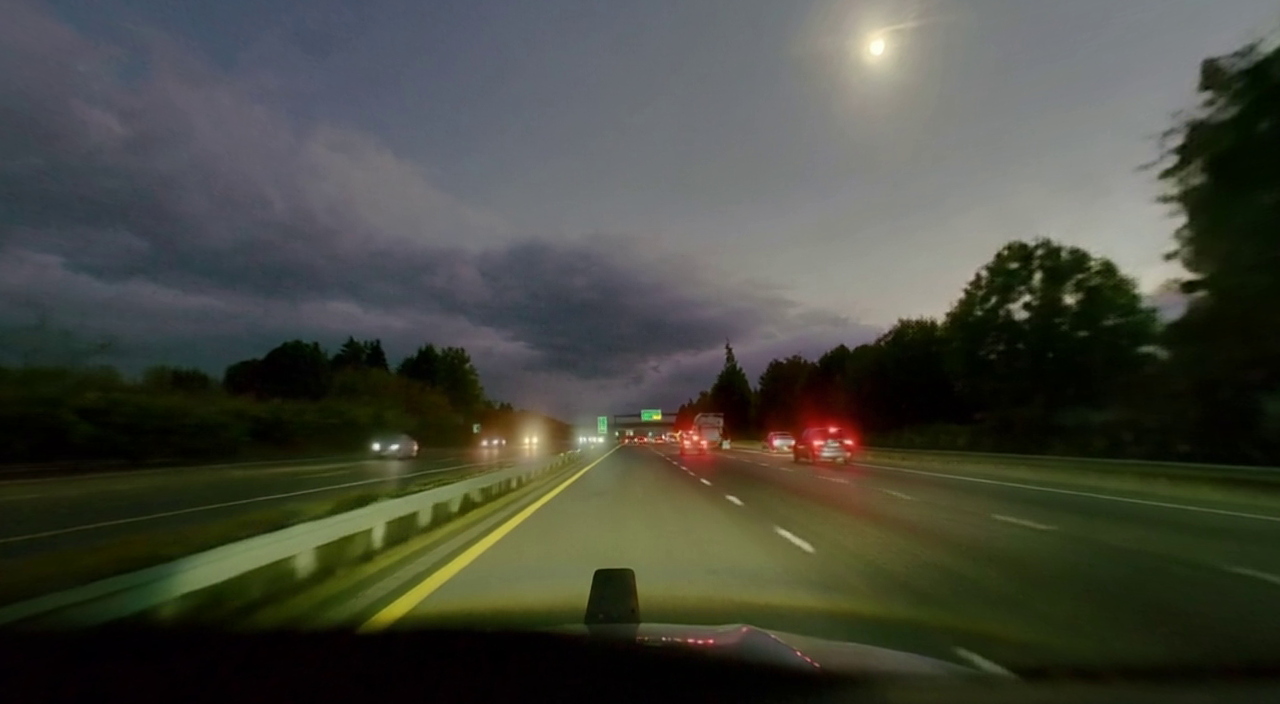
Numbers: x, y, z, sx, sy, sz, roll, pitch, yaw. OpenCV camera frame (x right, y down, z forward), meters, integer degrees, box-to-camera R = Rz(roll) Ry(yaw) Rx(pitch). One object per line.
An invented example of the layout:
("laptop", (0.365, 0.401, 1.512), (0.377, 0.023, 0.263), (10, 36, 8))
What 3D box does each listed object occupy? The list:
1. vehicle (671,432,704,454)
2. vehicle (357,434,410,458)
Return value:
("vehicle", (3.490, 6.772, 47.023), (1.986, 1.501, 4.529), (0, -7, -2))
("vehicle", (-17.268, 6.308, 42.591), (1.822, 1.497, 4.147), (0, -7, 0))
